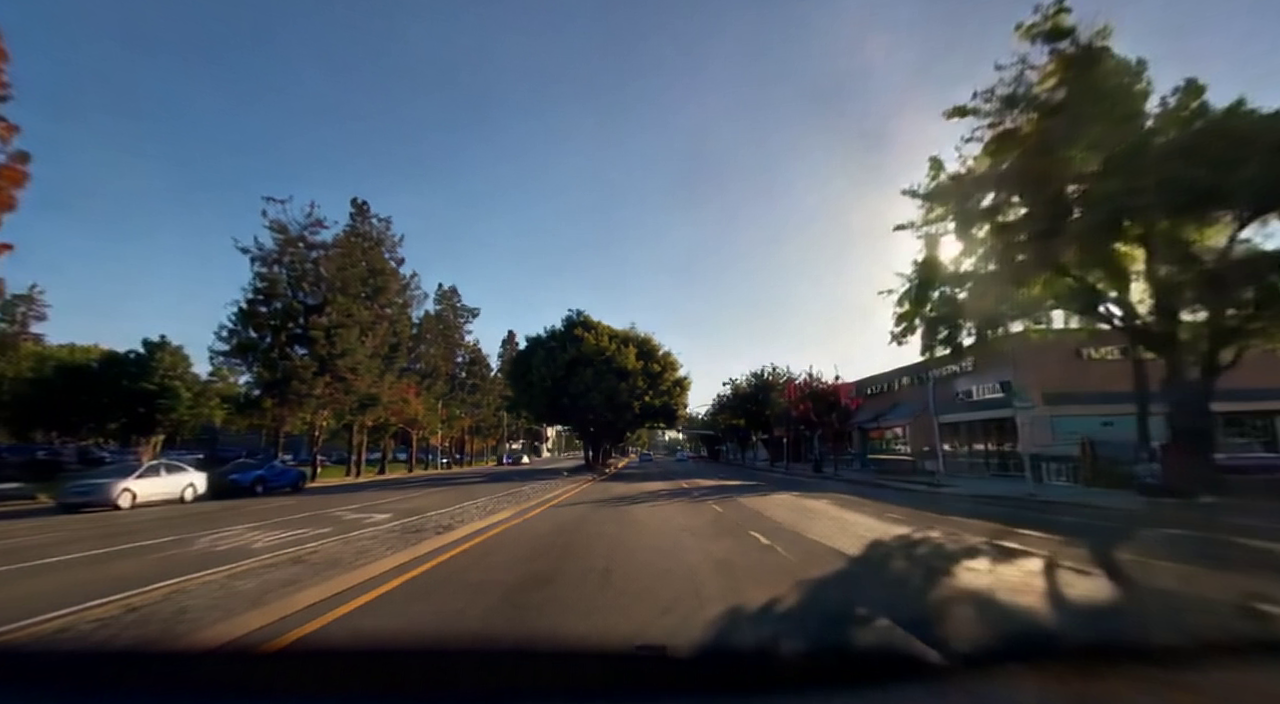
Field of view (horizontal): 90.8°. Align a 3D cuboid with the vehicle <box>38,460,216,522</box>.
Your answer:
[{"bbox_3d":[-16.594,4.469,20.845,1.944,1.669,4.613,0,-9,1],"label":"vehicle"}]

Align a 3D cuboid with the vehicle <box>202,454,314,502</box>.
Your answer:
[{"bbox_3d":[-16.842,5.533,28.196,1.993,1.887,4.722,0,-9,1],"label":"vehicle"}]
